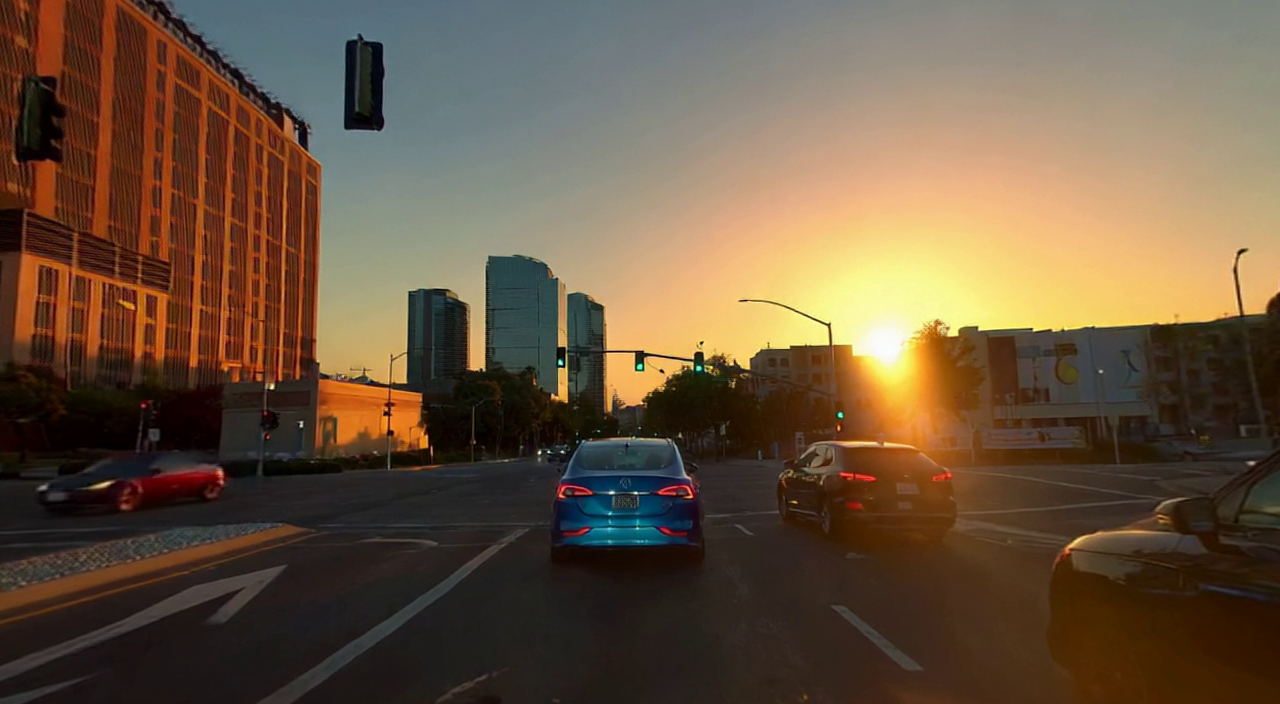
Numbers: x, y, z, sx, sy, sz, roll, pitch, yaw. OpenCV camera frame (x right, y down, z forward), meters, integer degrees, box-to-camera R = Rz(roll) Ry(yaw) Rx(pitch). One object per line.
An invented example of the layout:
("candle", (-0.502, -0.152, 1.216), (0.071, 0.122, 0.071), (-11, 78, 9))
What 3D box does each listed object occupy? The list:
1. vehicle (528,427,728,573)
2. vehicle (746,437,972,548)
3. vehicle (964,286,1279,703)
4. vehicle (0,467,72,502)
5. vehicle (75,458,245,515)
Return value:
("vehicle", (-0.144, 1.846, 8.640), (2.095, 1.502, 3.873), (0, -8, 0))
("vehicle", (3.213, 2.142, 10.418), (2.009, 1.414, 4.416), (0, -8, -2))
("vehicle", (3.005, 0.640, 1.592), (2.047, 1.785, 4.357), (0, -8, 0))
("vehicle", (-28.012, 6.109, 29.416), (1.972, 1.433, 4.324), (8, -12, -39))
("vehicle", (-14.599, 4.079, 19.612), (1.817, 1.442, 4.371), (0, -8, 0))
